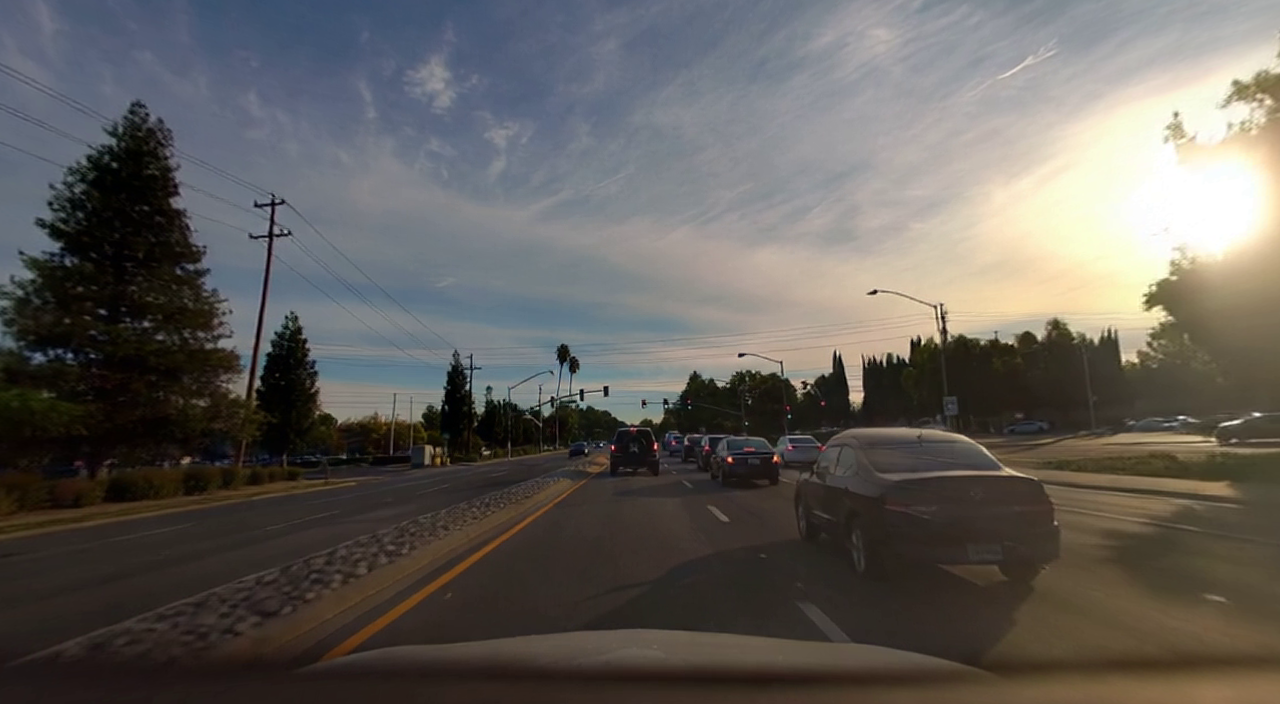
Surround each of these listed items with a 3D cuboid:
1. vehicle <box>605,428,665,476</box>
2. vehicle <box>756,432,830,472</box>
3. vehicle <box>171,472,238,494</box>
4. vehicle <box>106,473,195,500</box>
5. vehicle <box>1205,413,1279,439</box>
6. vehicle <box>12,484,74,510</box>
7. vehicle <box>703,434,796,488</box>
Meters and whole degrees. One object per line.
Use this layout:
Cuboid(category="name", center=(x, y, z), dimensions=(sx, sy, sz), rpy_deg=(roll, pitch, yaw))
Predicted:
Cuboid(category="vehicle", center=(-0.230, 4.169, 26.552), dimensions=(2.300, 1.821, 4.254), rpy_deg=(0, -9, -1))
Cuboid(category="vehicle", center=(6.886, 4.572, 29.013), dimensions=(2.198, 1.678, 4.419), rpy_deg=(0, -9, -2))
Cuboid(category="vehicle", center=(-33.576, 10.108, 48.773), dimensions=(3.637, 1.483, 2.007), rpy_deg=(1, -7, 0))
Cuboid(category="vehicle", center=(-33.225, 9.155, 42.989), dimensions=(4.224, 1.614, 2.123), rpy_deg=(0, -9, -3))
Cuboid(category="vehicle", center=(47.825, 5.632, 47.800), dimensions=(7.088, 1.918, 2.678), rpy_deg=(-5, -9, 34))
Cuboid(category="vehicle", center=(-44.355, 10.758, 47.036), dimensions=(1.803, 1.493, 4.025), rpy_deg=(3, -8, -20))
Cuboid(category="vehicle", center=(3.231, 3.346, 19.650), dimensions=(1.984, 1.462, 4.513), rpy_deg=(0, -9, -1))
